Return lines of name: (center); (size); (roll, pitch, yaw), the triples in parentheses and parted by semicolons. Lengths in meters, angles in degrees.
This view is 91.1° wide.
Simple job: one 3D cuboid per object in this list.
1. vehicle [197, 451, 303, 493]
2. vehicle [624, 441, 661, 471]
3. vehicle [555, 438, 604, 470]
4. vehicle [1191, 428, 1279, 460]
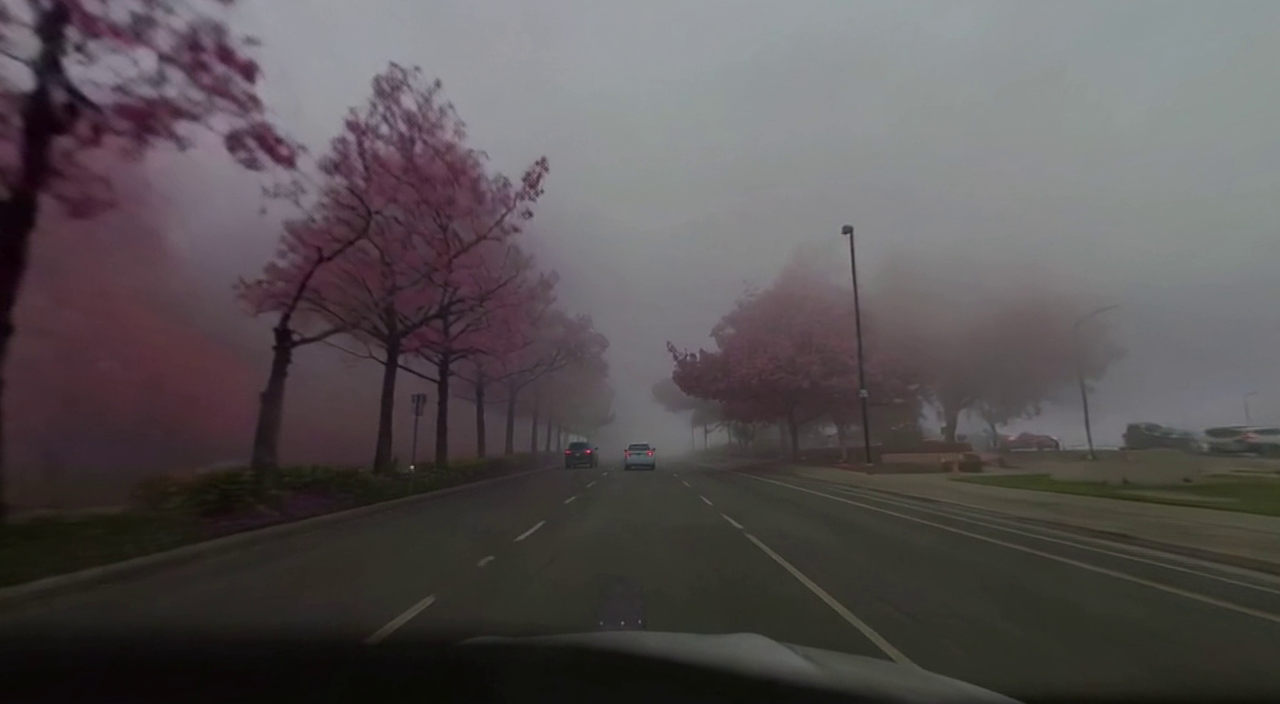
vehicle: (-18.225, 5.587, 29.664); (2.030, 1.750, 4.597); (0, -8, 0)
vehicle: (0.125, 6.290, 38.250); (2.149, 1.701, 4.379); (0, -8, -1)
vehicle: (-3.627, 6.224, 38.514); (2.453, 1.844, 4.751); (0, -8, 1)
vehicle: (29.716, 4.423, 30.367); (1.832, 1.421, 4.597); (-1, -8, -2)
